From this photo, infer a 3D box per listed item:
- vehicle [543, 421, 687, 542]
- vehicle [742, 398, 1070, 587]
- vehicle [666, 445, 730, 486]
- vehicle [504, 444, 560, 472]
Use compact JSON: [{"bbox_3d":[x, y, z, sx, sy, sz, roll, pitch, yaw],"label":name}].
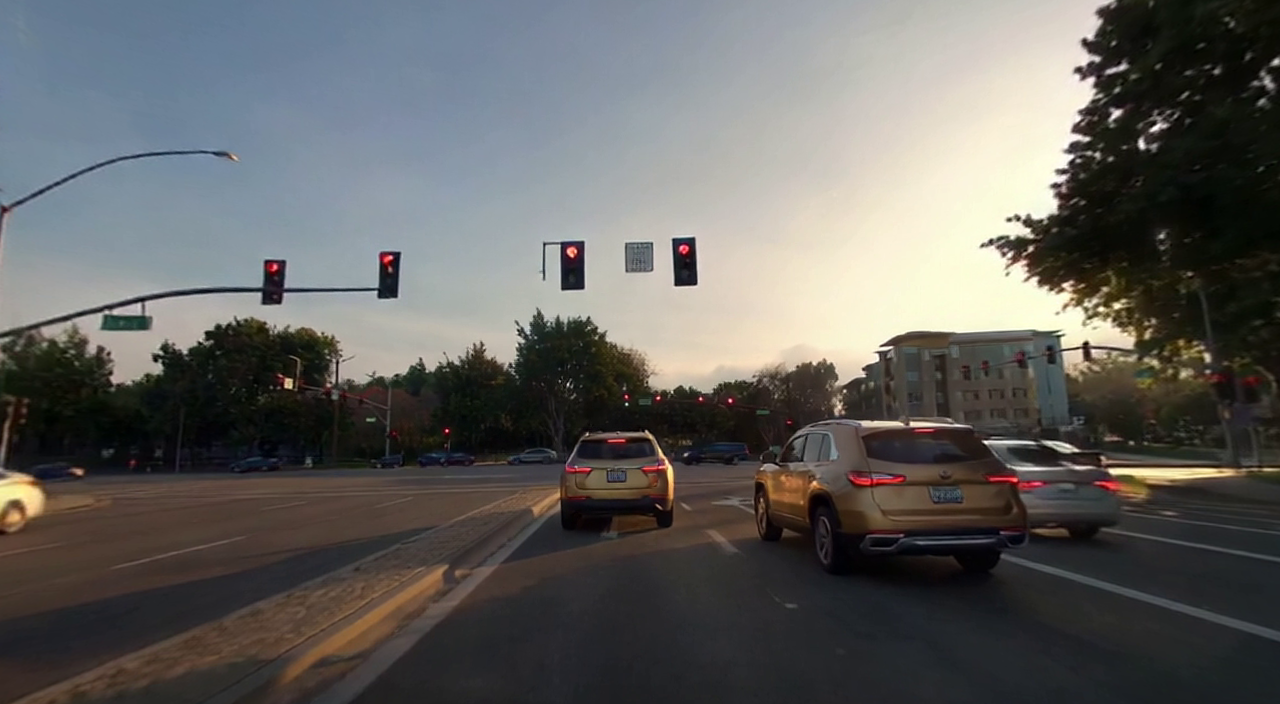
[{"bbox_3d":[-0.404,2.163,11.130,2.039,1.698,4.144,0,-9,-2],"label":"vehicle"},{"bbox_3d":[2.931,1.678,8.339,2.228,1.798,4.370,0,-9,-3],"label":"vehicle"},{"bbox_3d":[2.193,4.435,25.086,1.900,1.459,4.260,0,-9,-4],"label":"vehicle"},{"bbox_3d":[-7.272,7.044,42.079,2.188,1.712,4.318,5,-10,-31],"label":"vehicle"}]
